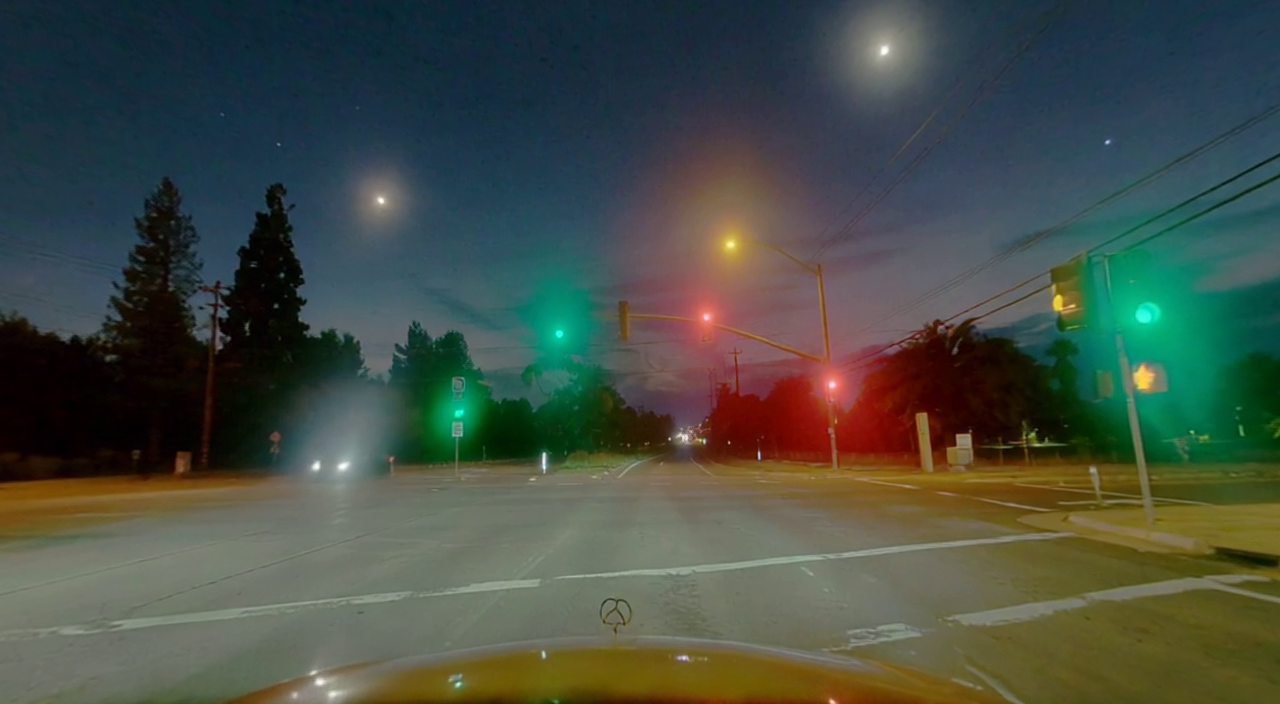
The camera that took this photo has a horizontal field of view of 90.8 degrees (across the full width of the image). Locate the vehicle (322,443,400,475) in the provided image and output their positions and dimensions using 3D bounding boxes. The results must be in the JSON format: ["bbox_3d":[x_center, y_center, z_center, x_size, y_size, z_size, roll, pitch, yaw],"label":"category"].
[{"bbox_3d":[-14.518,5.554,33.154,1.893,1.547,4.283,-1,-8,4],"label":"vehicle"}]
